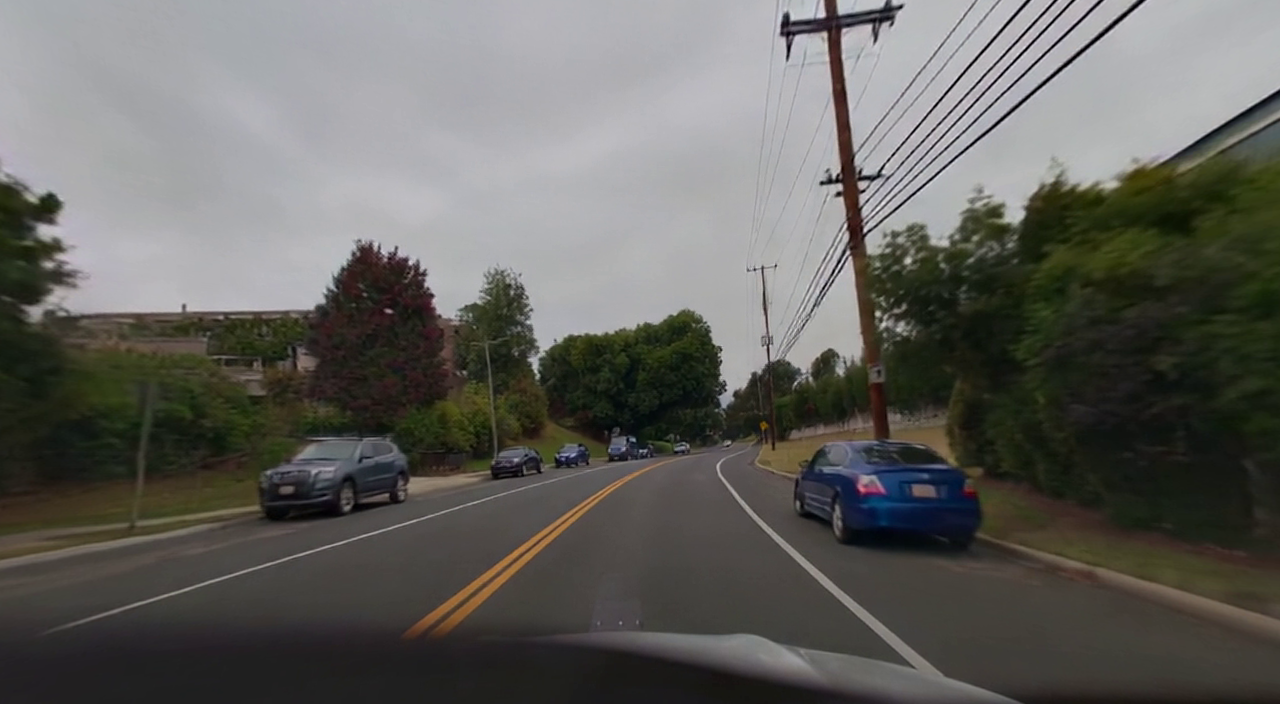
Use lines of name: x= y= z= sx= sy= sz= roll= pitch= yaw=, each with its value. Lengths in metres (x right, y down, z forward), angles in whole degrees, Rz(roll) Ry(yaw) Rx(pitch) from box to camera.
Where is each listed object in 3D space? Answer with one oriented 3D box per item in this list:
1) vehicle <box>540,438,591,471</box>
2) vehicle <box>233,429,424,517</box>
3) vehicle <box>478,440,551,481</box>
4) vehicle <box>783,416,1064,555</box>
vehicle: x=-4.437 y=6.226 z=38.070 sx=1.927 sy=1.542 sz=3.886 roll=-9 pitch=-13 yaw=7
vehicle: x=-6.950 y=2.816 z=14.779 sx=2.025 sy=1.715 sz=4.363 roll=-1 pitch=-11 yaw=3
vehicle: x=-5.594 y=4.990 z=28.802 sx=1.840 sy=1.523 sz=4.333 roll=4 pitch=-11 yaw=8
vehicle: x=3.550 y=1.771 z=9.078 sx=2.054 sy=1.470 sz=4.504 roll=0 pitch=-9 yaw=2
